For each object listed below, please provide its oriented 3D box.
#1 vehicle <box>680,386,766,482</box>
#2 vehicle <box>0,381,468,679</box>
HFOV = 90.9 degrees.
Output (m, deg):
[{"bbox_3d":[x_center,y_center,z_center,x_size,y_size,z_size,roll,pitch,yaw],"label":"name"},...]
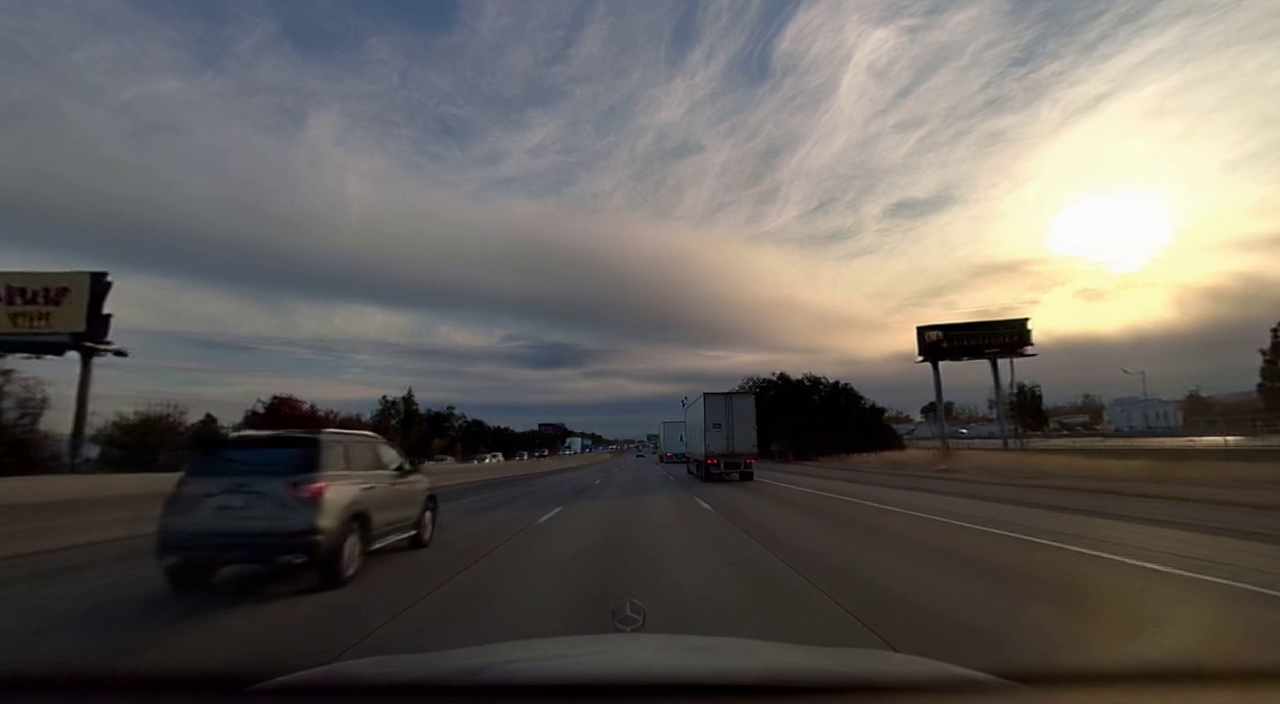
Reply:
[{"bbox_3d":[4.096,4.707,35.018,2.826,4.269,14.176,0,-9,0],"label":"vehicle"},{"bbox_3d":[-3.569,1.438,6.286,2.291,1.788,4.825,0,-9,1],"label":"vehicle"}]
